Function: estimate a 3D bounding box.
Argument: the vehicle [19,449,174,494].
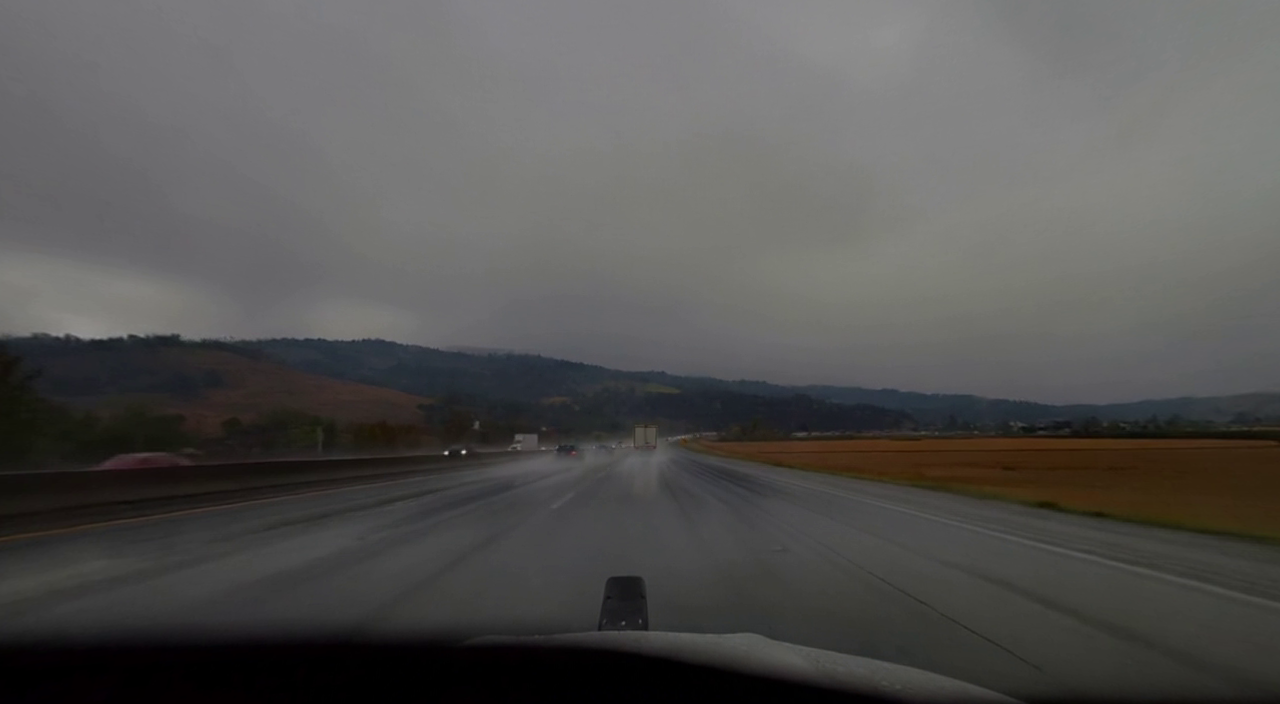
[{"bbox_3d":[-20.868,4.556,24.527,2.007,1.533,4.429,0,-8,1],"label":"vehicle"}]
